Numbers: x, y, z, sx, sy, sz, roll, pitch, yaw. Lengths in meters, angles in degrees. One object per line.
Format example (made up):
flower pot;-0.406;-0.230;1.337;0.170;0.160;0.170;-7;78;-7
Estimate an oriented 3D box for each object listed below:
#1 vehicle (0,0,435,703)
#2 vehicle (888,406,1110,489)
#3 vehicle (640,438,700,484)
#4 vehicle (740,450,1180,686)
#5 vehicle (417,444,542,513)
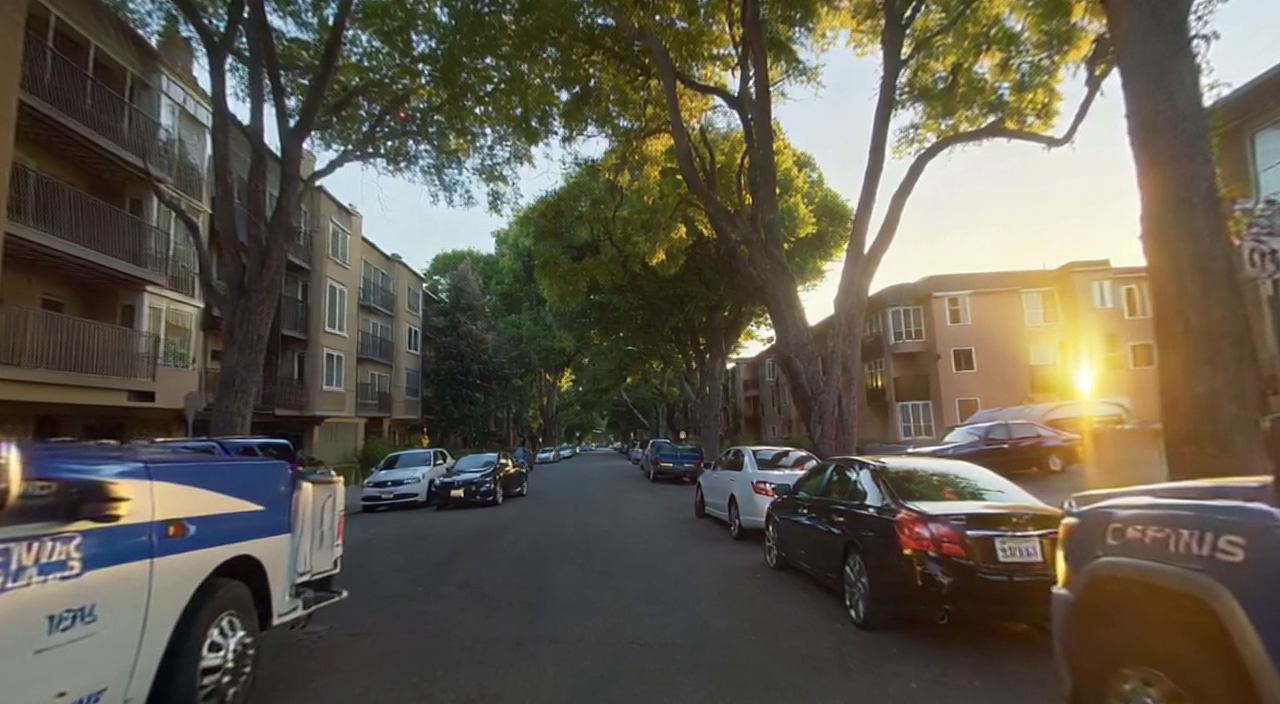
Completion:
vehicle;-2.659;0.101;0.689;2.705;2.859;6.875;0;-8;-2
vehicle;9.066;2.457;16.249;4.416;1.784;1.929;-2;-10;-2
vehicle;1.107;4.345;25.439;1.878;1.664;4.033;1;-8;-5
vehicle;2.276;1.622;5.961;1.720;1.333;4.233;1;-8;-4
vehicle;-3.919;3.146;16.293;1.966;1.515;4.394;0;-8;1
